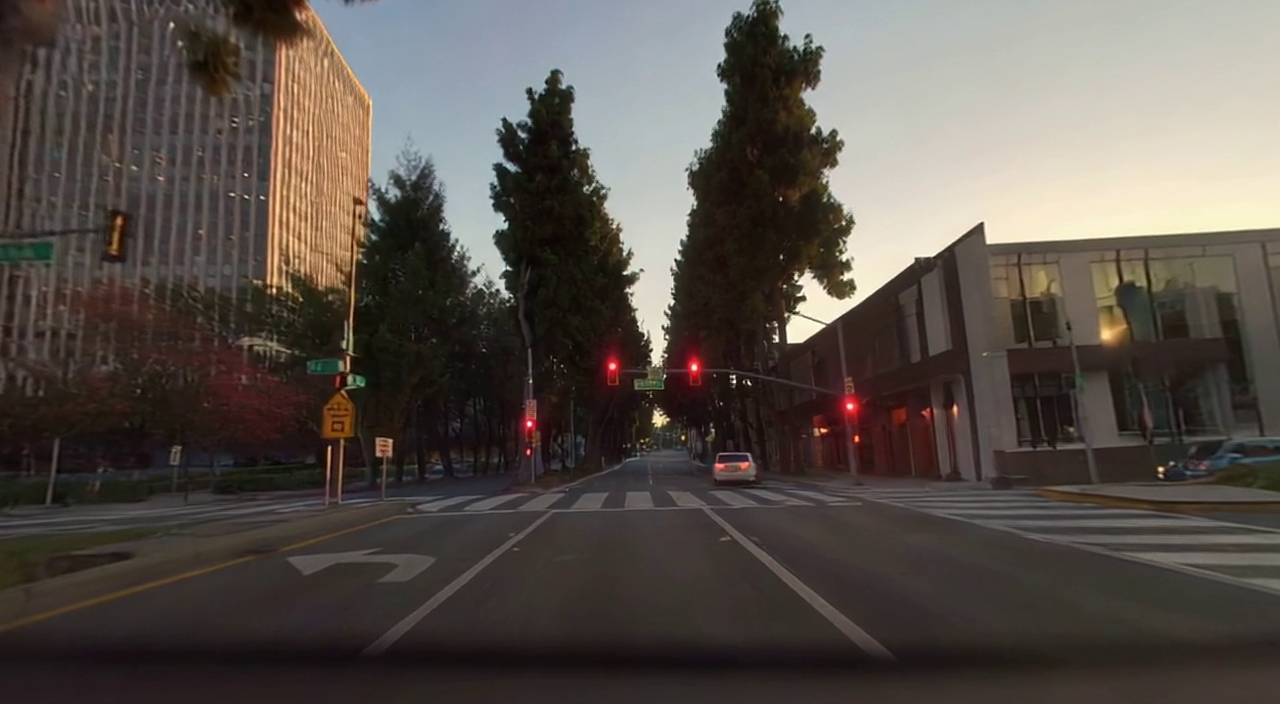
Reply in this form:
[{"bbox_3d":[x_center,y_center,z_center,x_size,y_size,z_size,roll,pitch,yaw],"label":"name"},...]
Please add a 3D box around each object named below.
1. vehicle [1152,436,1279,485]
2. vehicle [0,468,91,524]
[{"bbox_3d":[21.113,3.832,22.504,3.967,1.636,1.932,-1,-9,0],"label":"vehicle"},{"bbox_3d":[-21.075,4.680,20.953,4.758,1.549,2.194,-4,-9,21],"label":"vehicle"}]
